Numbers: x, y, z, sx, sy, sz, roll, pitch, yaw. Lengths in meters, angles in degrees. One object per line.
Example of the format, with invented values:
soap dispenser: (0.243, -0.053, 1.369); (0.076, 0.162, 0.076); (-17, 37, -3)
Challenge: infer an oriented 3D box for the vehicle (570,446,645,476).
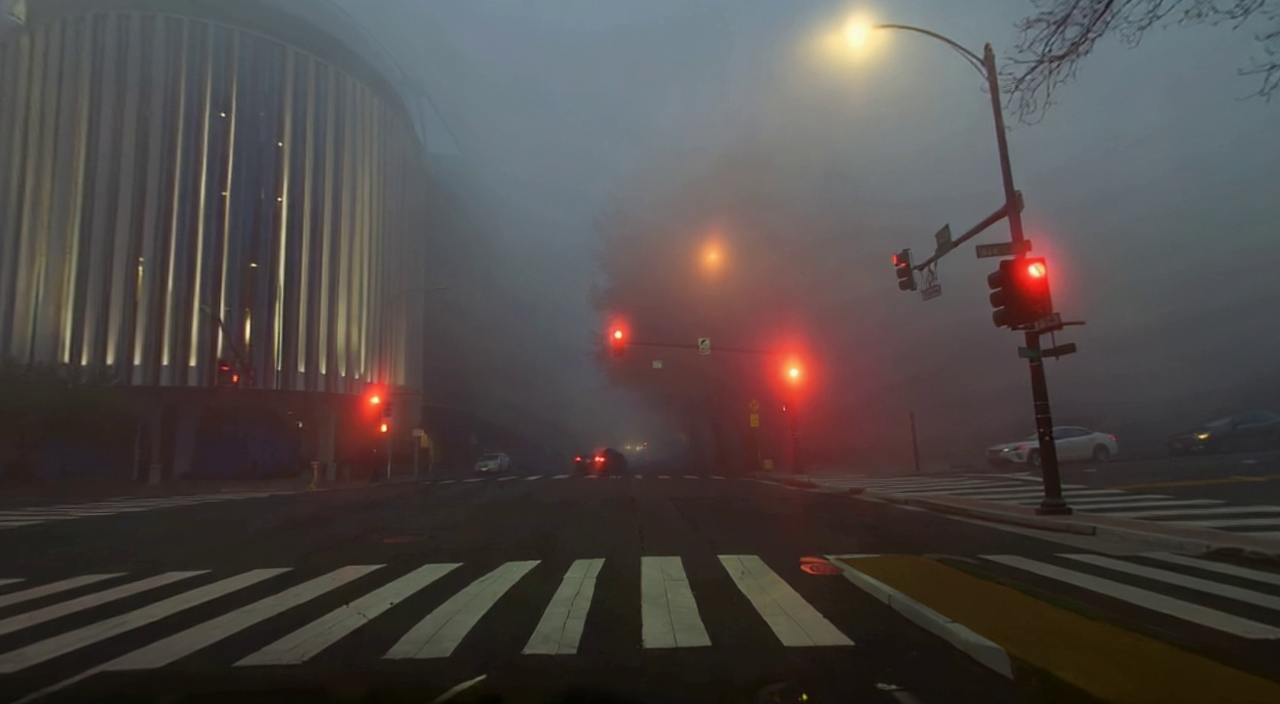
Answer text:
vehicle: (-1.642, 5.855, 34.269); (2.088, 1.452, 4.833); (-4, -9, 24)
